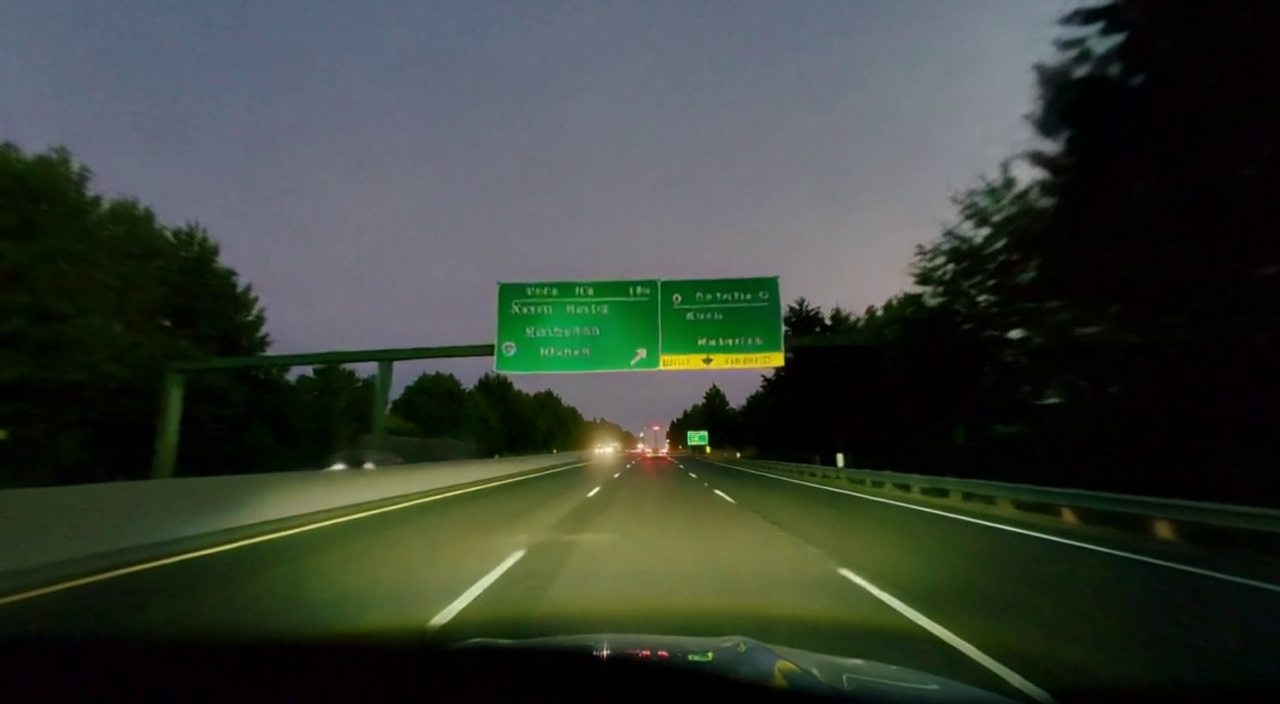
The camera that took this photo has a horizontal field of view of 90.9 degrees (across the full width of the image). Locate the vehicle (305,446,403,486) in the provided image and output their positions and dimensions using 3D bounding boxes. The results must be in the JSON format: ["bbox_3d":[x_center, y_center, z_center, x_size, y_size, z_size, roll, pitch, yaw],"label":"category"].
[{"bbox_3d":[-12.355,4.953,27.632,2.151,1.566,4.614,0,-9,0],"label":"vehicle"}]
